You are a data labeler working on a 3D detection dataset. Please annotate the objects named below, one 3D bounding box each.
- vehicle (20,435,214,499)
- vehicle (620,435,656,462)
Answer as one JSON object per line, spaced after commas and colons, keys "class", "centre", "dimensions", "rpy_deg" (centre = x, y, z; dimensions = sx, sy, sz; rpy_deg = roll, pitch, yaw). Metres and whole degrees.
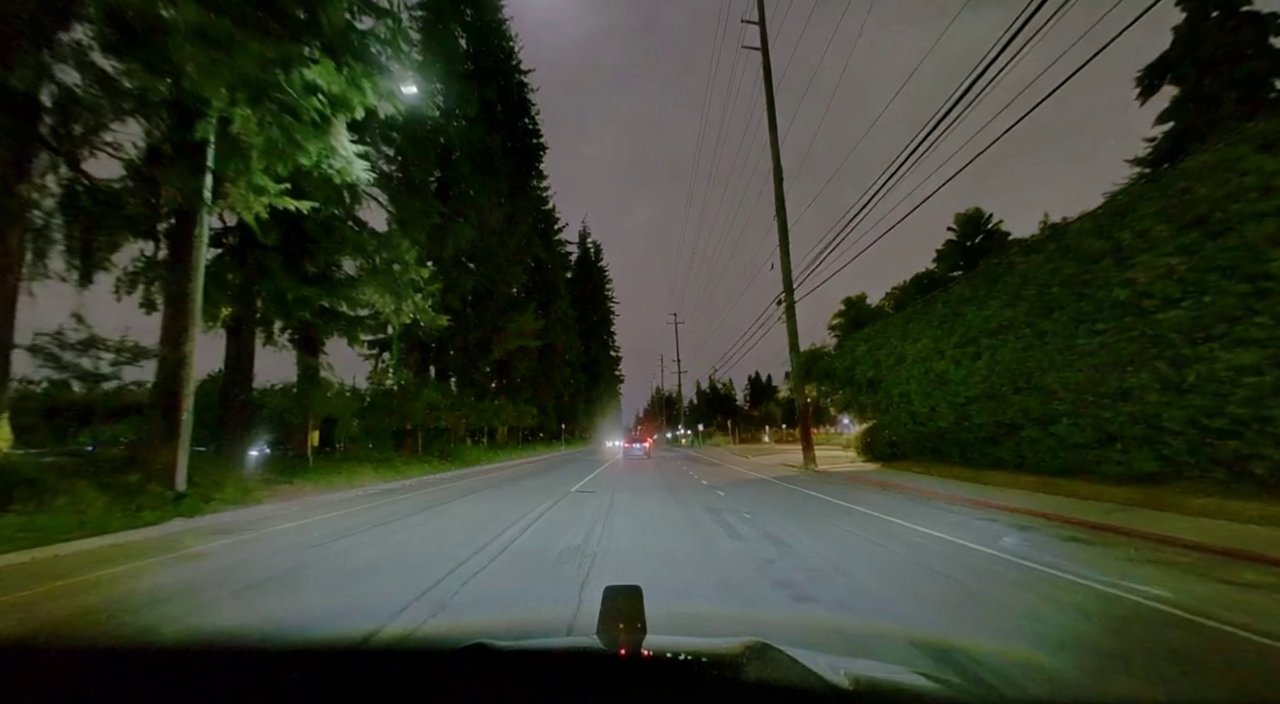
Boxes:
{"class": "vehicle", "centre": [-15.896, 3.493, 19.493], "dimensions": [2.163, 1.738, 4.393], "rpy_deg": [0, -8, 0]}
{"class": "vehicle", "centre": [-0.124, 5.569, 36.372], "dimensions": [1.991, 1.463, 3.988], "rpy_deg": [0, -8, 0]}
